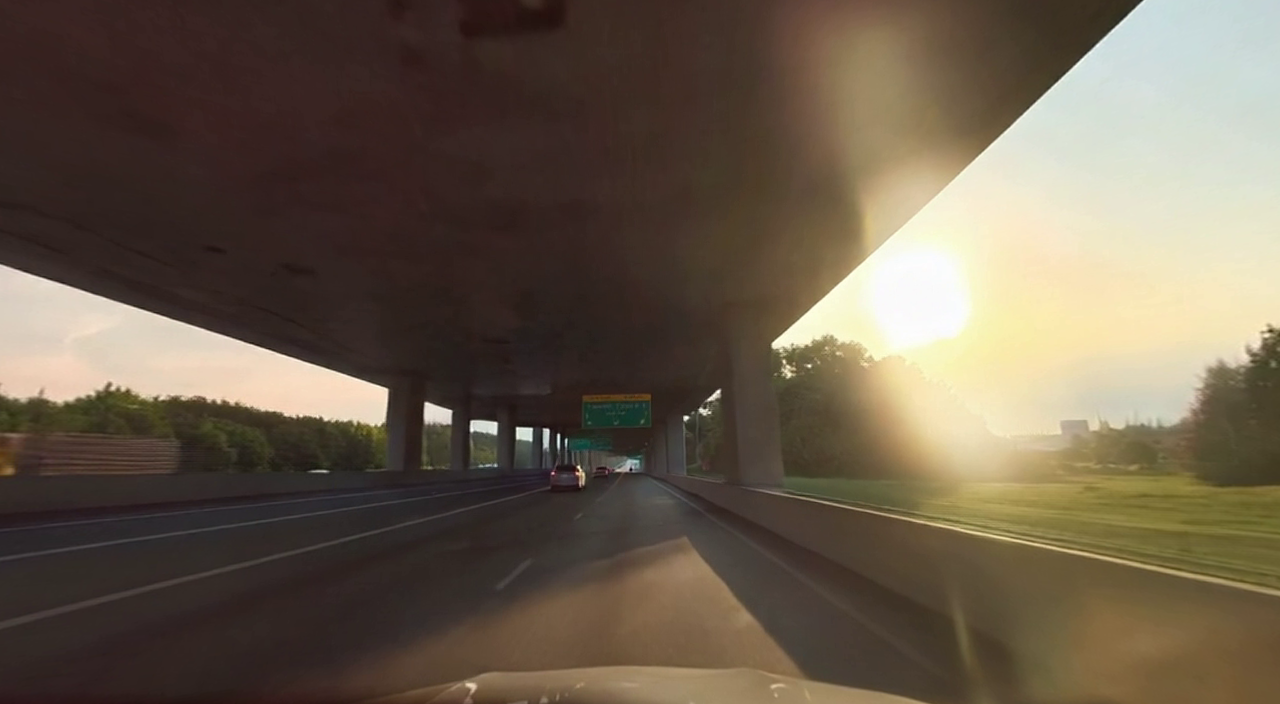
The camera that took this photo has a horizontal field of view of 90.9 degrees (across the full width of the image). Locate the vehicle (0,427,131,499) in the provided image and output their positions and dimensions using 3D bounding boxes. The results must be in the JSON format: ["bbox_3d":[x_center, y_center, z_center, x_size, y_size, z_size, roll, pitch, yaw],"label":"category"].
[{"bbox_3d":[-29.649,5.400,30.514,2.811,3.126,8.459,1,-11,0],"label":"vehicle"}]

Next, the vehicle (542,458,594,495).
[{"bbox_3d":[-3.383,5.978,30.347,2.092,1.642,3.895,1,-11,0],"label":"vehicle"}]

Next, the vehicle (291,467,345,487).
[{"bbox_3d":[-25.460,9.896,49.993,1.889,1.402,4.508,1,-11,1],"label":"vehicle"}]
